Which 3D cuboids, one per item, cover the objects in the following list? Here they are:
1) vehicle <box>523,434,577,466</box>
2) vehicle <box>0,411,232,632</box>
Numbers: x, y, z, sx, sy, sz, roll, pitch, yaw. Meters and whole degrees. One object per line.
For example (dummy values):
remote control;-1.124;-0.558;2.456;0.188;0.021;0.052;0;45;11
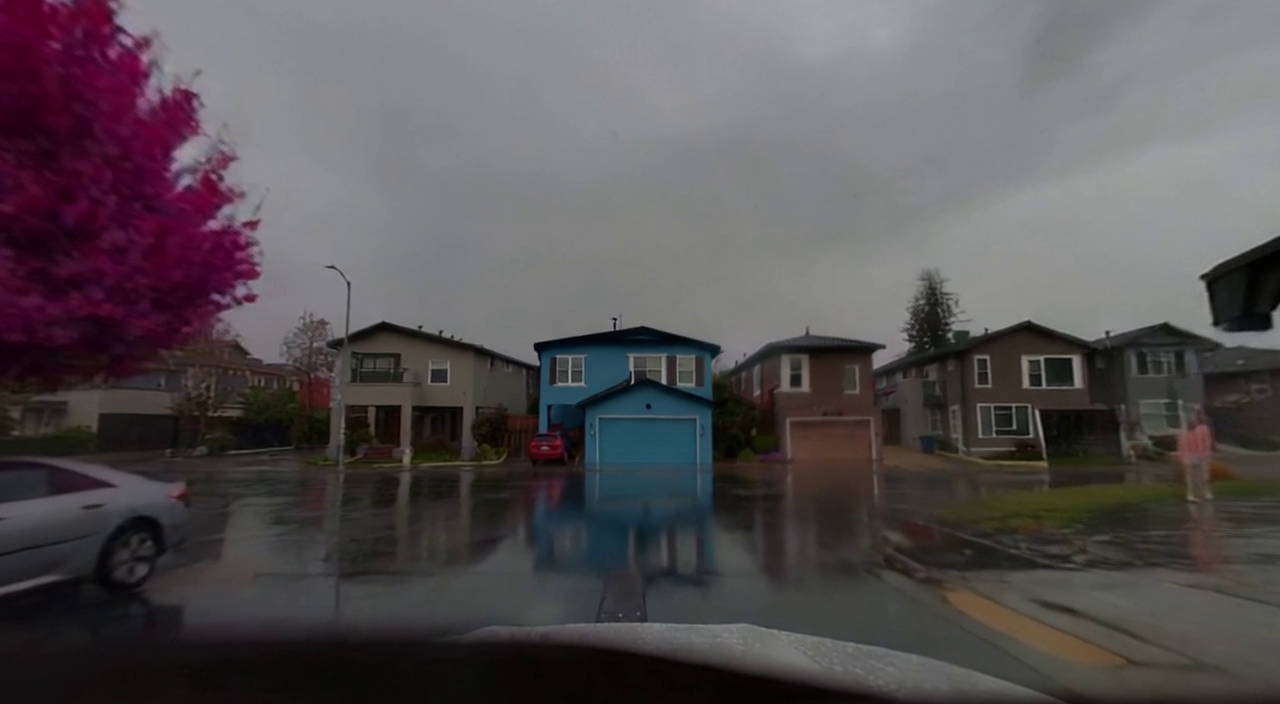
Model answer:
vehicle;-4.498;5.004;32.208;1.968;1.491;4.486;0;-9;2
vehicle;-6.059;1.399;5.403;2.087;1.697;4.892;1;-9;-4
